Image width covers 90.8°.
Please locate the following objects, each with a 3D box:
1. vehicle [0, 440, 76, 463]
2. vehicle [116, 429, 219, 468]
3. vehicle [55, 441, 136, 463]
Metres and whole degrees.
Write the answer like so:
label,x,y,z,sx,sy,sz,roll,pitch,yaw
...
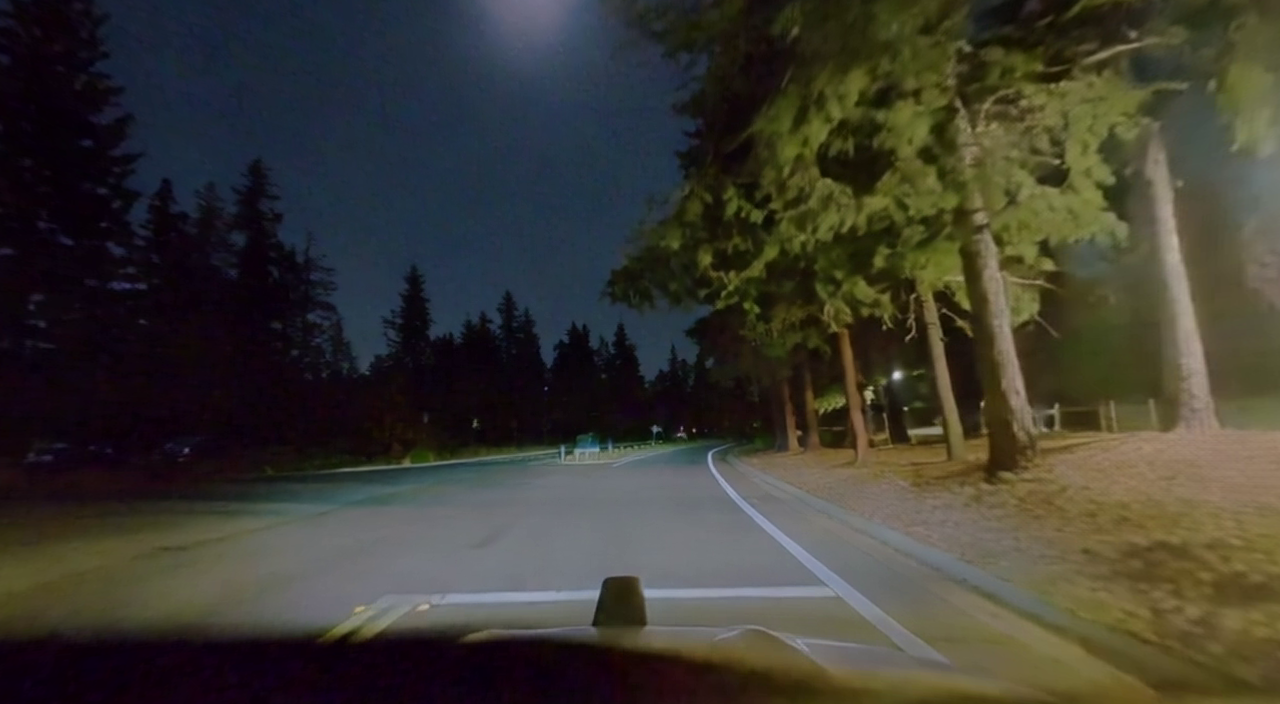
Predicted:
label,x,y,z,sx,sy,sz,roll,pitch,yaw
vehicle,-44.408,7.283,46.295,4.229,1.674,1.996,-1,-8,4
vehicle,-28.020,5.698,37.514,4.733,1.892,1.939,-4,-4,3
vehicle,-39.363,7.219,45.717,4.258,1.584,1.843,-1,-8,5
